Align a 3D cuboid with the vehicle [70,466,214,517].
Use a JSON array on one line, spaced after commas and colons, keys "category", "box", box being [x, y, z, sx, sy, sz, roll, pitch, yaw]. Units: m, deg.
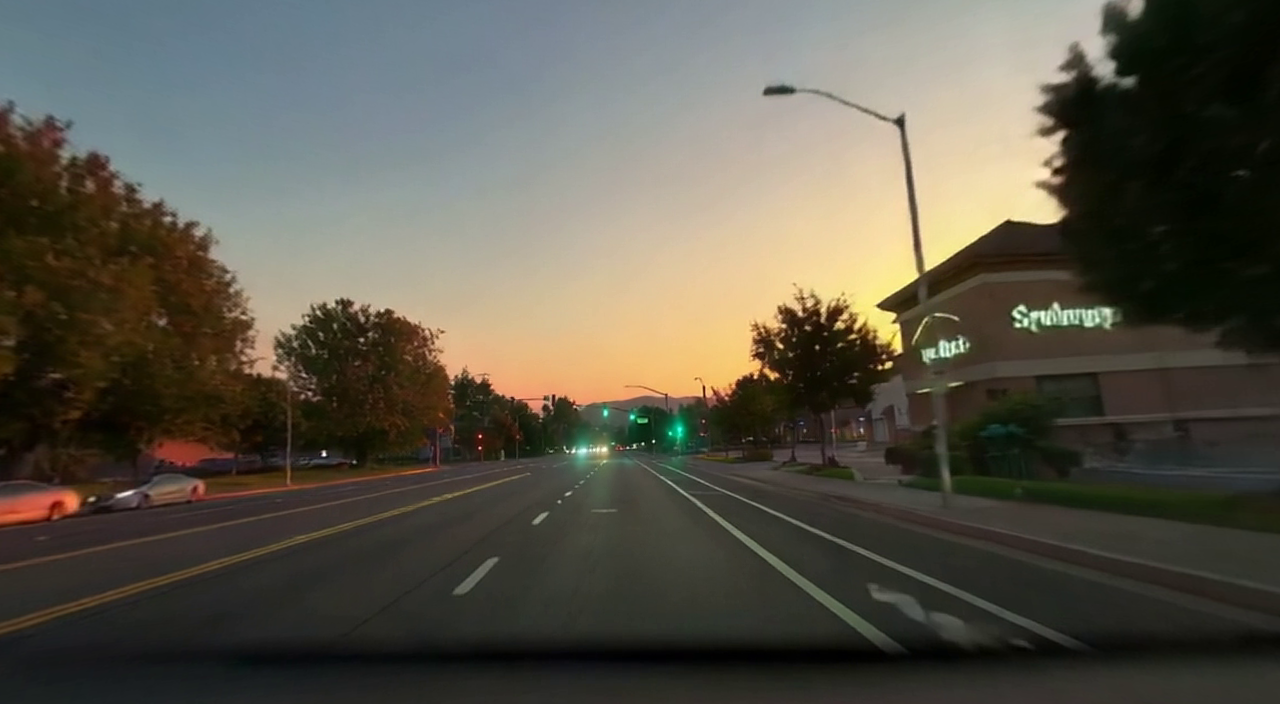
[{"category": "vehicle", "box": [-18.178, 5.068, 23.314, 1.869, 1.541, 4.354, 0, -9, -2]}]
